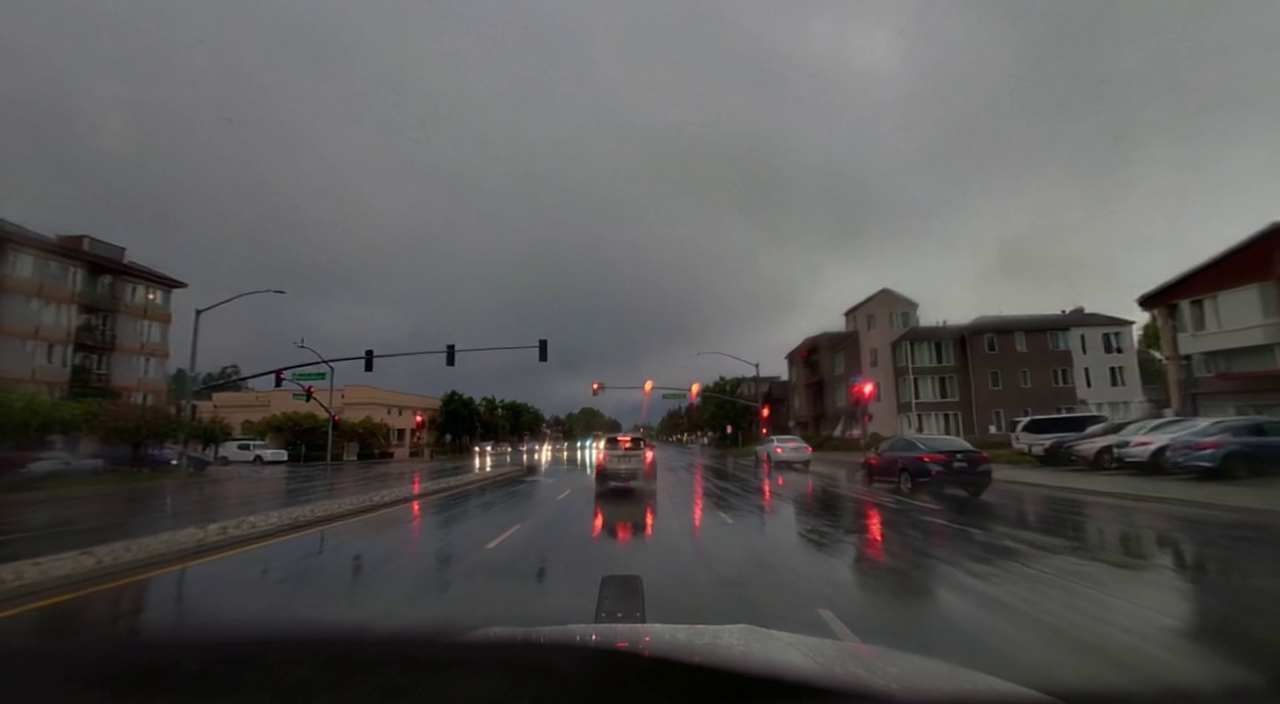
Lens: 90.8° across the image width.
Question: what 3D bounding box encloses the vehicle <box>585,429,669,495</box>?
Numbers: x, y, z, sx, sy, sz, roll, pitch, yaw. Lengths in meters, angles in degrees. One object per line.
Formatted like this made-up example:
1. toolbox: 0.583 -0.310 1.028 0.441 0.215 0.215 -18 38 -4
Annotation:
1. vehicle: -0.304 2.963 17.346 2.032 1.593 3.896 0 -9 0

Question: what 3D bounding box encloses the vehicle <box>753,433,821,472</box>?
1. vehicle: 6.515 4.495 28.445 1.963 1.611 4.359 0 -9 -1

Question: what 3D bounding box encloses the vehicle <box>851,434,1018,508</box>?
1. vehicle: 6.449 2.640 14.438 1.768 1.417 4.213 0 -9 0
